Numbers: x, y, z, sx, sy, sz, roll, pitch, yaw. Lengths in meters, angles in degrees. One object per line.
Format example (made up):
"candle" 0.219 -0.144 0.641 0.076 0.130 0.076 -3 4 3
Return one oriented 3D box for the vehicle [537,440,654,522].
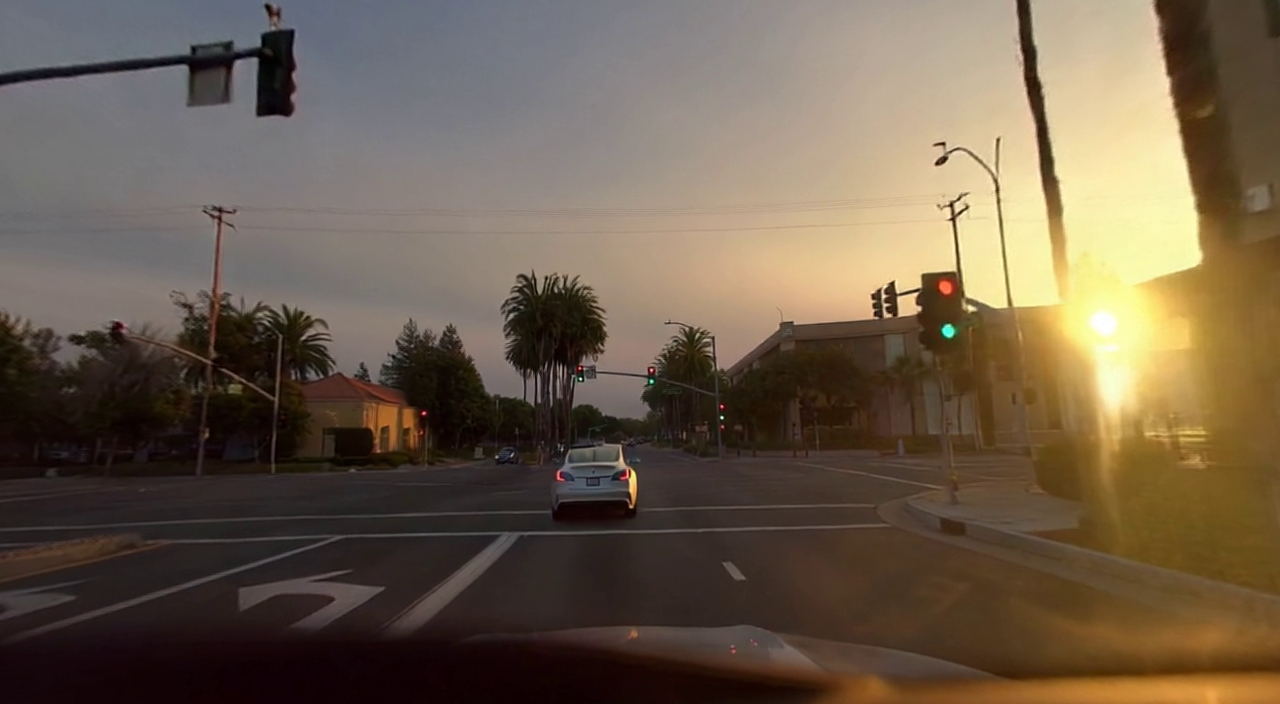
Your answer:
"vehicle" -0.870 2.680 13.772 2.152 1.478 4.229 0 -8 -2
